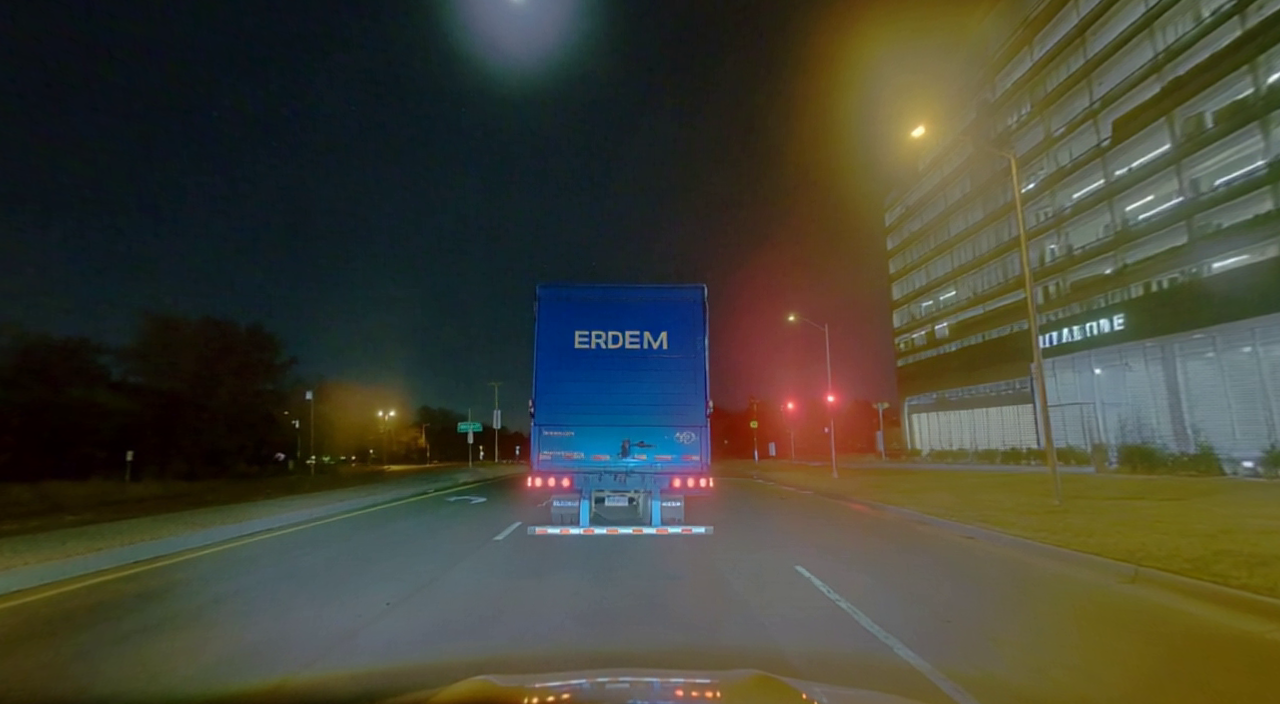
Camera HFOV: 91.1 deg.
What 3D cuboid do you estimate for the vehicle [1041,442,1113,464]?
[{"bbox_3d":[31.355,7.216,45.168,1.652,1.423,3.797,5,-9,-35],"label":"vehicle"}]

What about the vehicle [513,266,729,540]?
[{"bbox_3d":[-0.187,1.275,13.260,2.876,3.724,9.351,-1,-8,1],"label":"vehicle"}]
